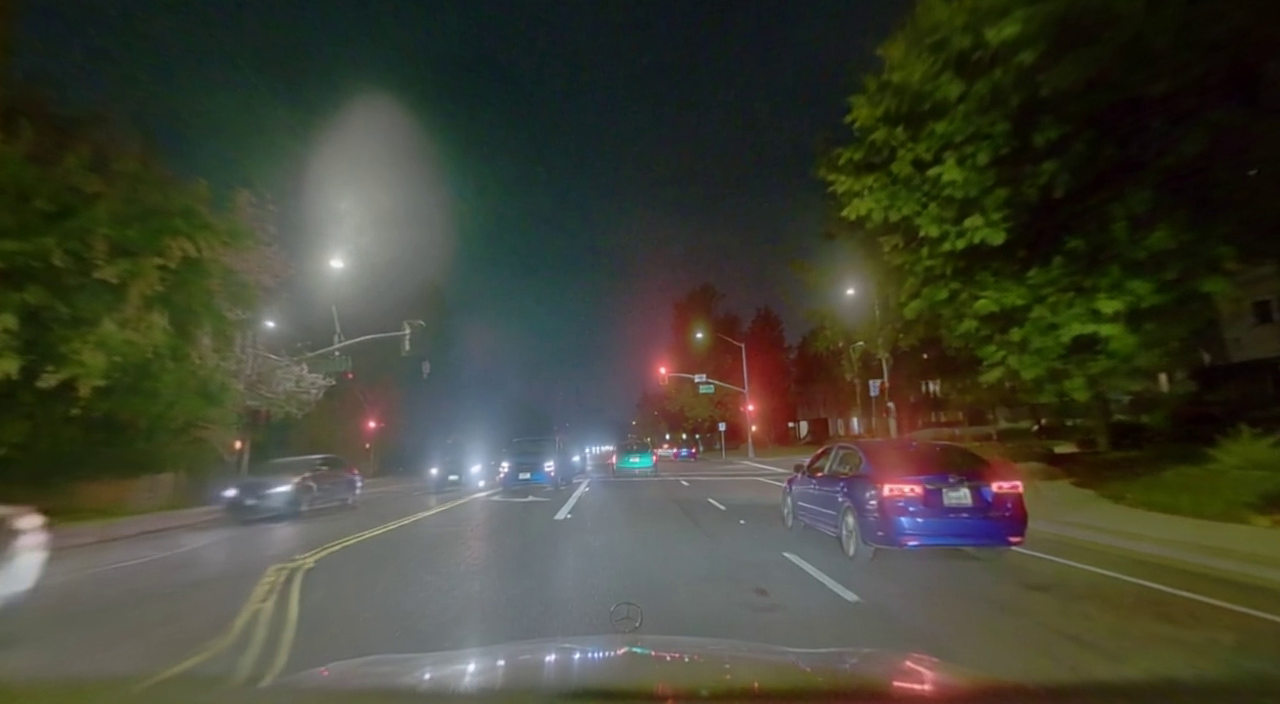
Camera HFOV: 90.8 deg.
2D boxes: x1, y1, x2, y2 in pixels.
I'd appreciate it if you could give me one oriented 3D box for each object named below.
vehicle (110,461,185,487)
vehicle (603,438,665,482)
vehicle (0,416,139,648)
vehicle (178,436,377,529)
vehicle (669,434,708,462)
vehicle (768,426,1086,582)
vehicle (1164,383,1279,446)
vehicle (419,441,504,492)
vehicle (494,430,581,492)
[{"bbox_3d":[-37.584,9.267,48.349,1.876,1.763,4.515,-1,-8,4],"label":"vehicle"},{"bbox_3d":[-0.252,3.992,23.801,2.114,1.483,4.207,0,-8,-1],"label":"vehicle"},{"bbox_3d":[-5.970,1.248,3.825,2.146,1.768,4.664,0,-8,-2],"label":"vehicle"},{"bbox_3d":[-8.997,3.205,16.452,2.167,1.973,5.474,0,-8,-3],"label":"vehicle"},{"bbox_3d":[3.382,6.781,44.697,2.187,1.847,4.553,0,-8,-3],"label":"vehicle"},{"bbox_3d":[3.170,1.748,8.222,1.973,1.447,4.402,0,-8,-2],"label":"vehicle"},{"bbox_3d":[18.455,1.871,18.410,2.012,1.690,5.034,0,-8,0],"label":"vehicle"},{"bbox_3d":[-6.314,4.056,22.852,2.051,1.663,4.031,0,-8,-2],"label":"vehicle"},{"bbox_3d":[-3.202,3.508,20.907,2.083,1.741,5.530,0,-8,-1],"label":"vehicle"}]
